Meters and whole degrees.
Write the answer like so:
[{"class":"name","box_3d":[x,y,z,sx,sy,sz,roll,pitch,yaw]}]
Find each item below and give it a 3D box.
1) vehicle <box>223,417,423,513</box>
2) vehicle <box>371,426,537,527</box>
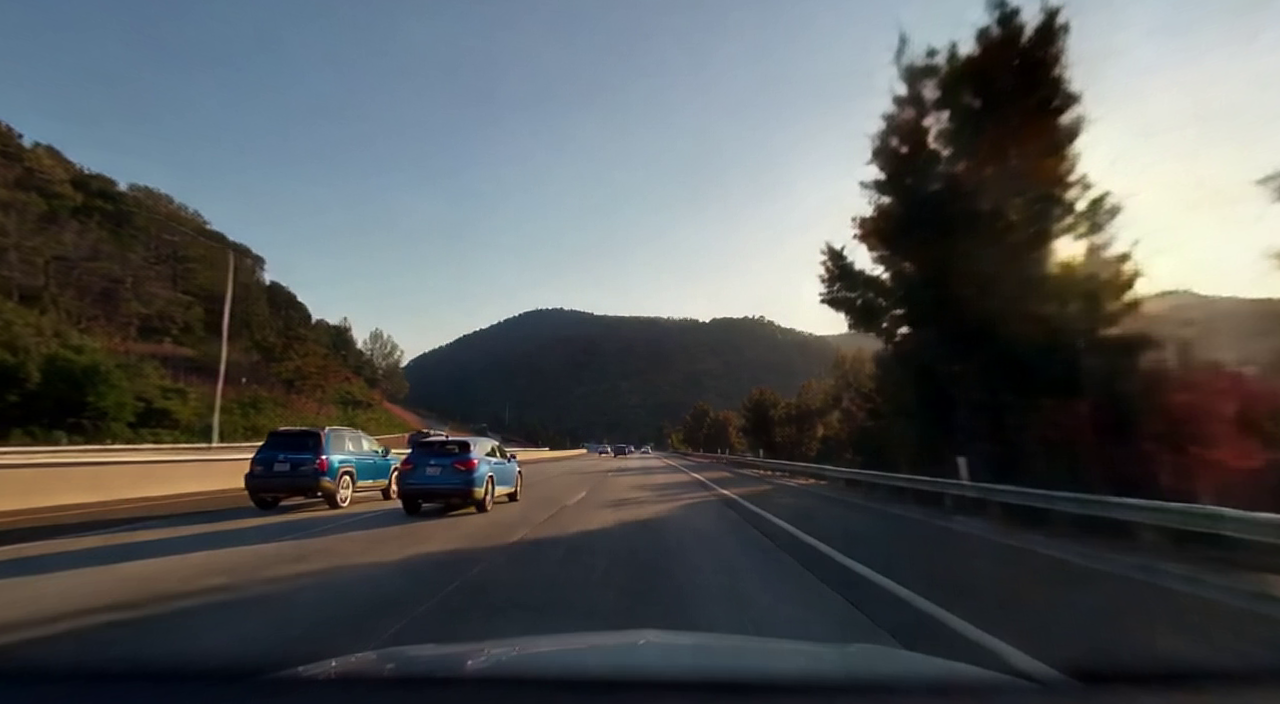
[{"class":"vehicle","box_3d":[-7.273,2.650,15.277,2.151,1.925,4.945,0,-9,1]},{"class":"vehicle","box_3d":[-3.463,2.406,12.742,1.983,1.663,4.290,0,-9,1]}]
